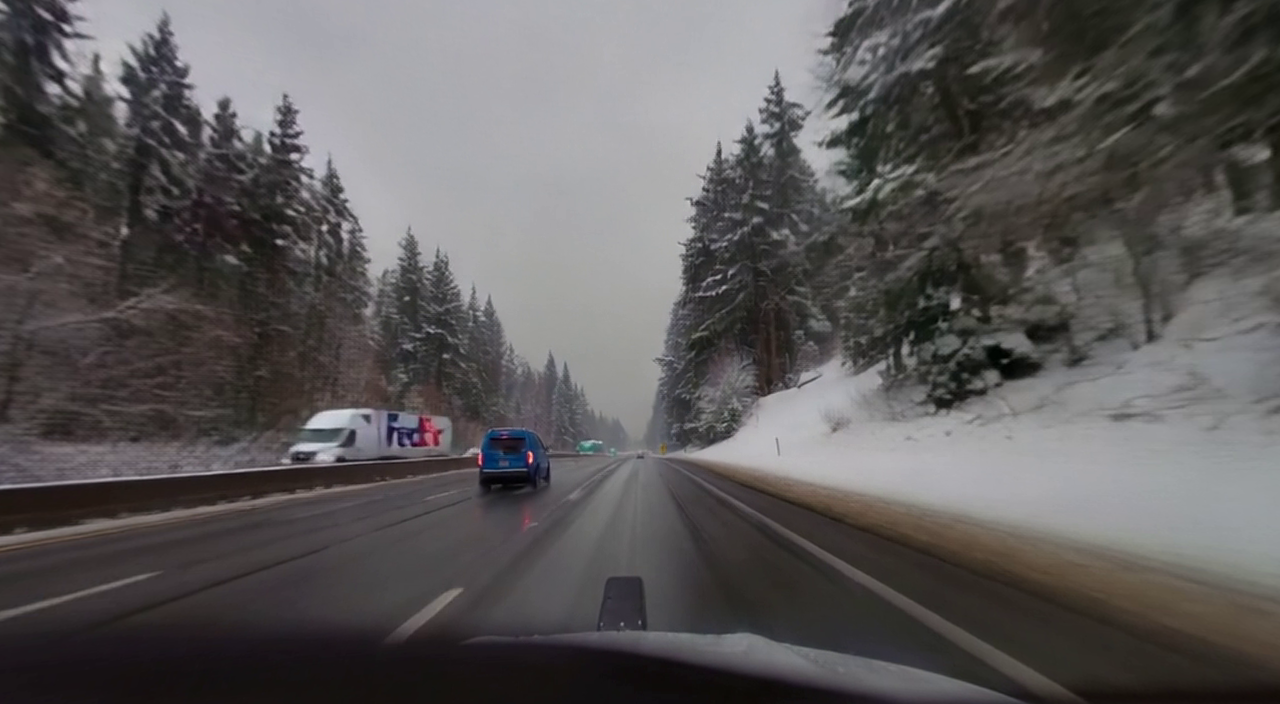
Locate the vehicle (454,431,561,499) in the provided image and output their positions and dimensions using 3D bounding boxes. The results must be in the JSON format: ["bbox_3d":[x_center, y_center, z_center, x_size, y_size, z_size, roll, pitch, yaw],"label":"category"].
[{"bbox_3d":[-3.713,3.261,18.567,2.084,1.752,4.479,0,-8,2],"label":"vehicle"}]

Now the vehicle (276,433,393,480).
[{"bbox_3d":[-13.990,4.809,29.292,2.398,1.925,5.914,0,-8,1],"label":"vehicle"}]
